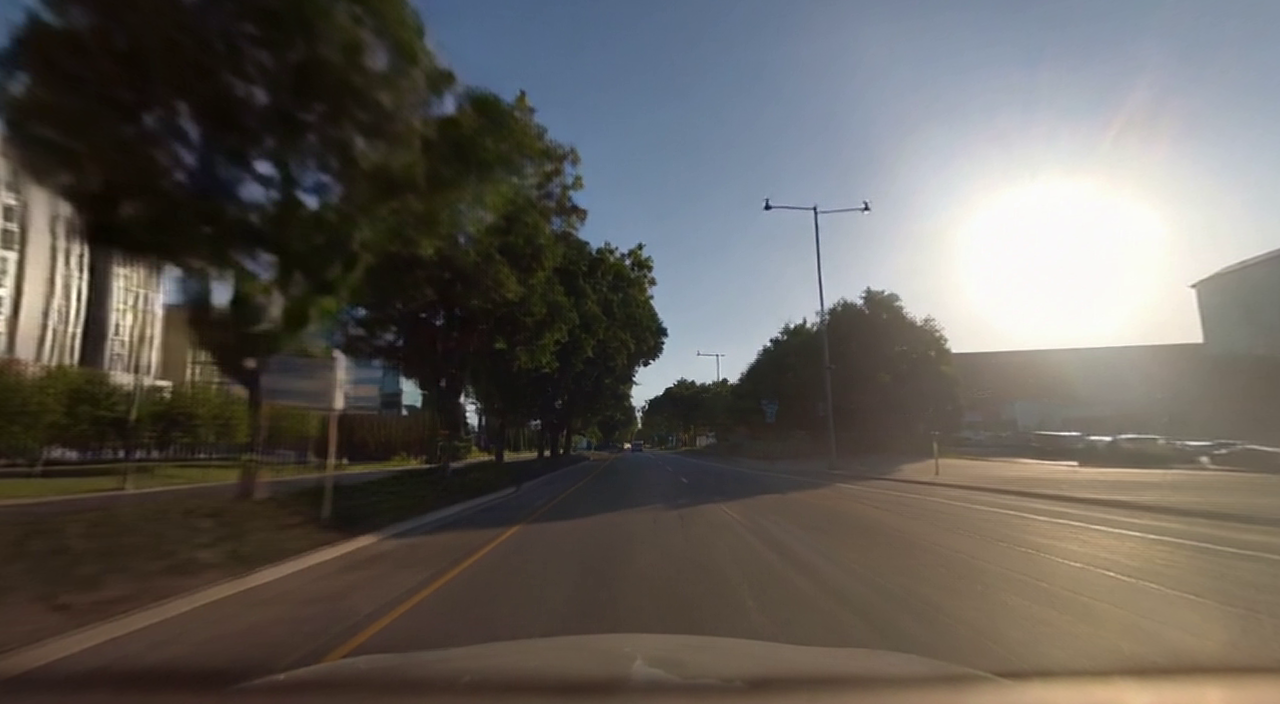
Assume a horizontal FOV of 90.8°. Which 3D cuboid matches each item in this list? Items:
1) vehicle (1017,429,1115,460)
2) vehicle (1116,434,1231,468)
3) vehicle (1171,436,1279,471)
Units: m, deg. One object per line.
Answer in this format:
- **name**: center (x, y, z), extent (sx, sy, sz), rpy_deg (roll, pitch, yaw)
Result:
- **vehicle**: center (30.020, 6.561, 44.611), extent (5.244, 1.992, 2.226), rpy_deg (-1, -9, -3)
- **vehicle**: center (30.483, 5.642, 36.184), extent (4.633, 1.754, 2.017), rpy_deg (-1, -8, 1)
- **vehicle**: center (31.248, 5.352, 33.393), extent (4.279, 1.743, 2.003), rpy_deg (-1, -9, 7)
